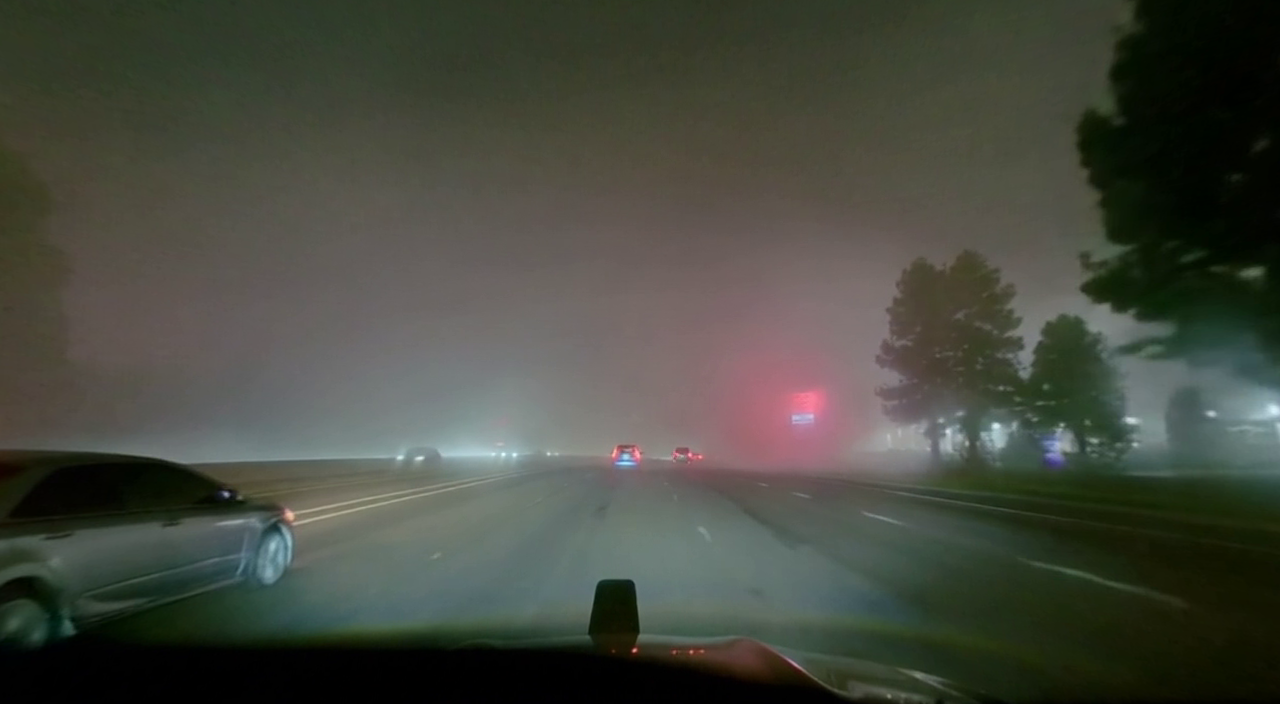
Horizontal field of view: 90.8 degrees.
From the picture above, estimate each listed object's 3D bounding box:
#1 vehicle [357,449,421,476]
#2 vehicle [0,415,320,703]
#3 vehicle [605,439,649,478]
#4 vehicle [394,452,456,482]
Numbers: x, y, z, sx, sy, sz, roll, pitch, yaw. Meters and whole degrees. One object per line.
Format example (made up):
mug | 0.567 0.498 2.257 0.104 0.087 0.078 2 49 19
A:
vehicle | -14.897 6.575 37.784 1.900 1.513 4.475 -1 -9 2
vehicle | -4.284 1.236 4.256 1.907 1.483 4.562 0 -9 -1
vehicle | -0.619 5.630 33.608 2.155 1.856 4.796 0 -9 1
vehicle | -11.241 6.025 33.315 1.729 1.430 3.942 -1 -9 2
